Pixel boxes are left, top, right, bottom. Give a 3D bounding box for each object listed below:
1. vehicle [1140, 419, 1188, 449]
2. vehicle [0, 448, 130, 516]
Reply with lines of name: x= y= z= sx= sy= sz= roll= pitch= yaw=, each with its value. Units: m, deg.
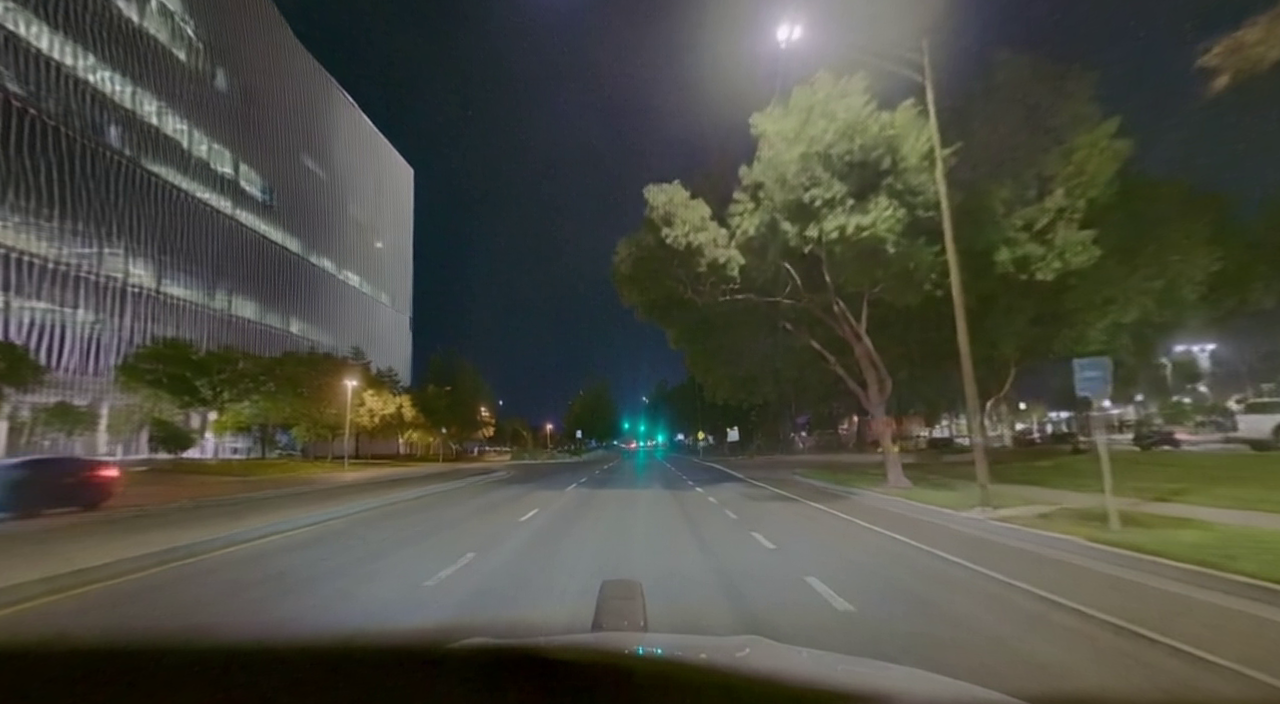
vehicle: x=32.466 y=5.117 z=39.141 sx=1.940 sy=1.727 sz=4.262 roll=-6 pitch=-10 yaw=36
vehicle: x=-15.706 y=3.191 z=15.733 sx=1.982 sy=1.504 sz=4.683 roll=0 pitch=-8 yaw=1
